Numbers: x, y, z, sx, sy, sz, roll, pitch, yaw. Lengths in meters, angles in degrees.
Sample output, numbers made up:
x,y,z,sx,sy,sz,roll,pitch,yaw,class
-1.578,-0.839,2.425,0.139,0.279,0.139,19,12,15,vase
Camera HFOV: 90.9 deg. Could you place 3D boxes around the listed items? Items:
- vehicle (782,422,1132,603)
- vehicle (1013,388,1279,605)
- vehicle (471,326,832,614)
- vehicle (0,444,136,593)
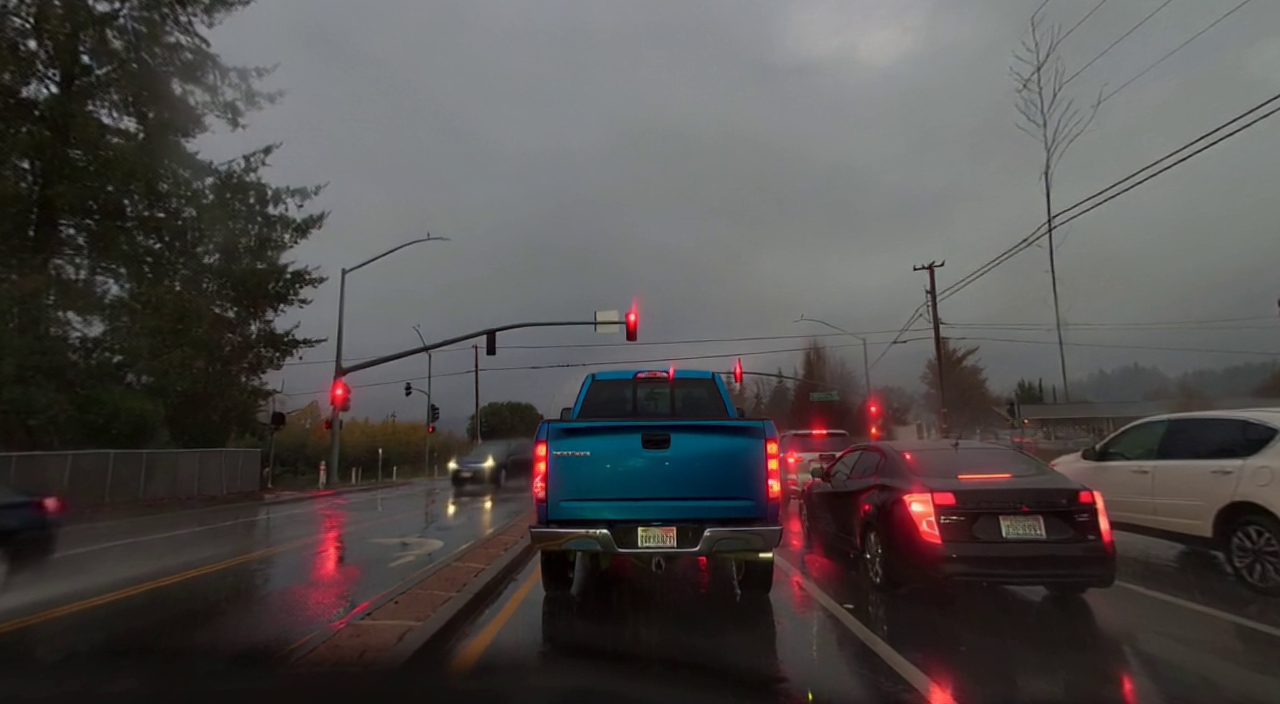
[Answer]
x,y,z,sx,sy,sz,roll,pitch,yaw,class
3.115,1.644,7.363,1.993,1.495,4.060,0,-8,1,vehicle
6.153,1.372,6.474,1.982,1.727,4.352,0,-8,1,vehicle
0.128,1.370,8.148,2.831,2.284,6.149,0,-8,1,vehicle
-8.165,1.700,6.084,2.378,1.611,5.046,0,-8,1,vehicle
